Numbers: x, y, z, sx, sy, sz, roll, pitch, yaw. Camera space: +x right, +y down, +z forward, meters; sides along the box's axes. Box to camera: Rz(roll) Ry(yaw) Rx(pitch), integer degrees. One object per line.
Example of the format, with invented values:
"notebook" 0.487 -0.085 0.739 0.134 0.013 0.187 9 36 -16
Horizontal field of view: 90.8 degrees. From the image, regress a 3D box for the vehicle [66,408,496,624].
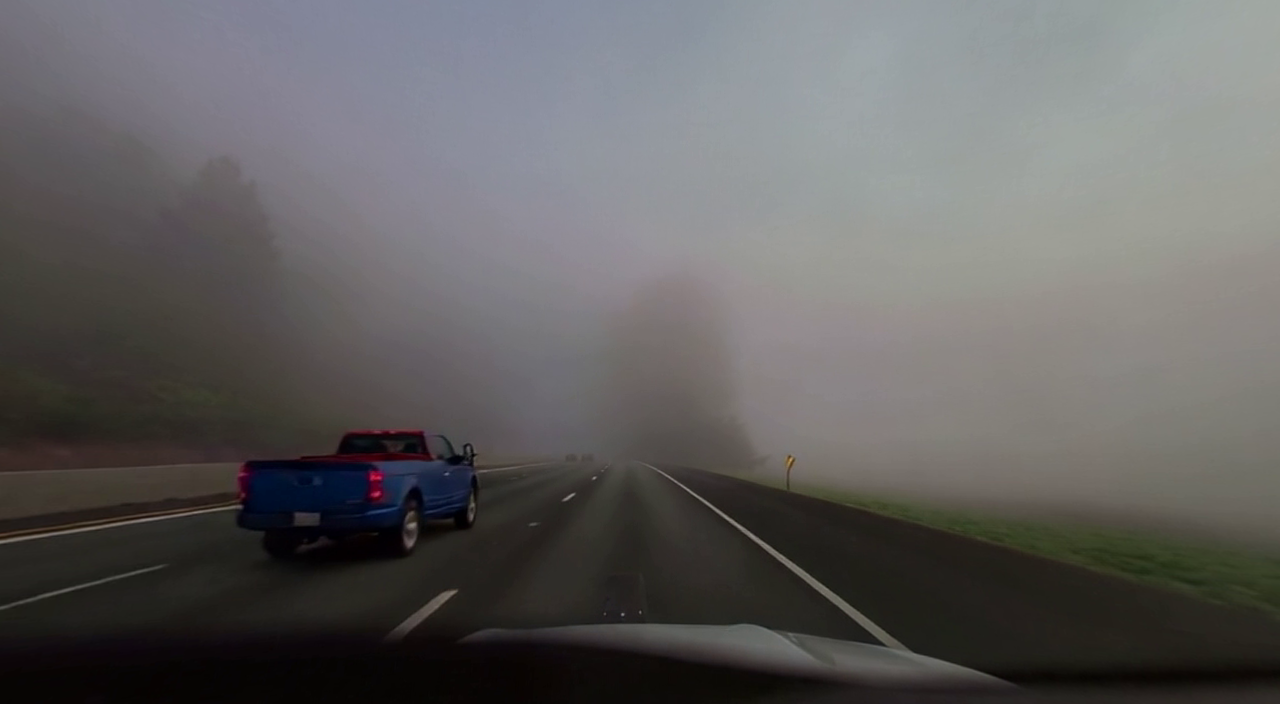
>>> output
"vehicle" -3.383 1.661 7.420 2.279 1.683 4.726 0 -9 0
